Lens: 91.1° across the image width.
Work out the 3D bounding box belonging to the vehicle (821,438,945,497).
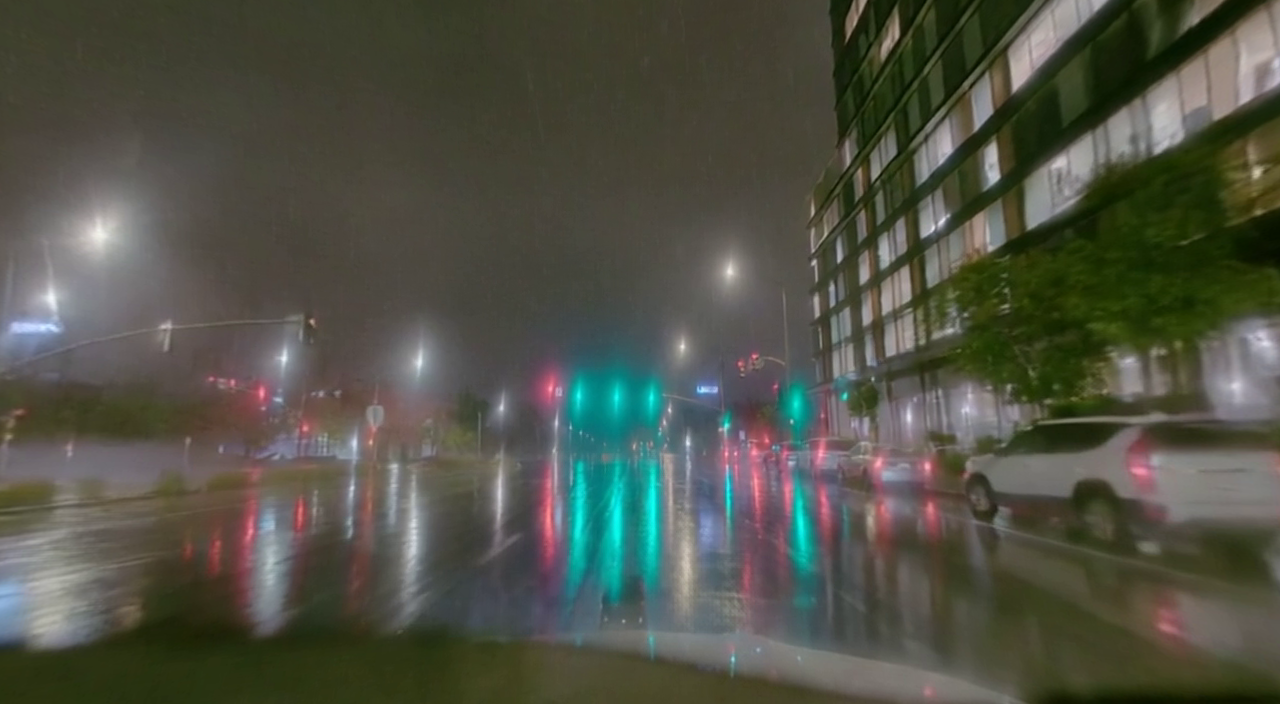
[{"bbox_3d":[6.865,3.301,18.308,1.880,1.483,4.510,0,-9,1],"label":"vehicle"}]

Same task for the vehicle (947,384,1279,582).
[{"bbox_3d":[6.546,1.619,8.520,2.169,1.876,4.931,0,-9,-1],"label":"vehicle"}]
